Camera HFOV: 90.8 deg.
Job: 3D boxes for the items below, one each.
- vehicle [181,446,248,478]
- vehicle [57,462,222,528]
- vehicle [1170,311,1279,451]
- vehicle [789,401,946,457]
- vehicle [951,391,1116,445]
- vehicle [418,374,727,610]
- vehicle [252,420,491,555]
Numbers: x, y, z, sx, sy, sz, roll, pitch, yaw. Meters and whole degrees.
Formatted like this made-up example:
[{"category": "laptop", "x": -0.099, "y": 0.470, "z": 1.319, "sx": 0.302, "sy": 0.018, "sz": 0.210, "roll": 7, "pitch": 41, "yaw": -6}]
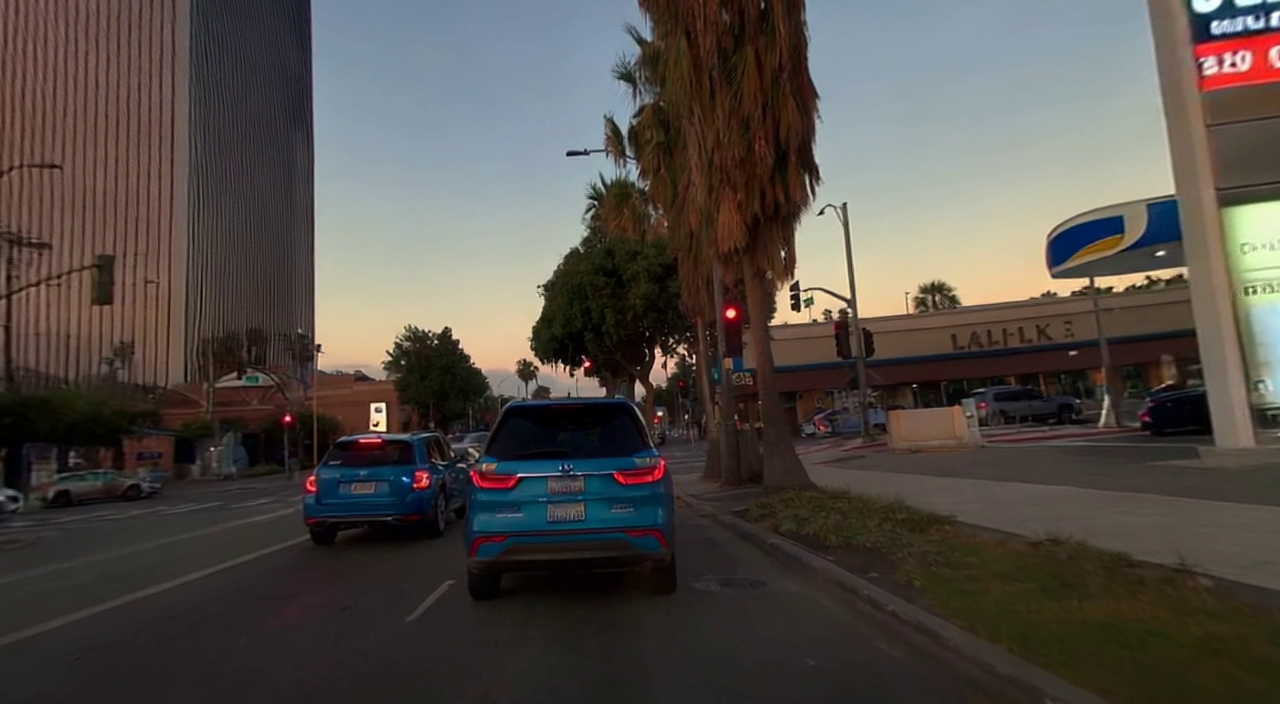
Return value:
[{"category": "vehicle", "x": -28.619, "y": 7.386, "z": 42.636, "sx": 1.783, "sy": 1.997, "sz": 4.000, "roll": 0, "pitch": -8, "yaw": -3}, {"category": "vehicle", "x": -15.637, "y": 4.335, "z": 19.713, "sx": 4.660, "sy": 1.708, "sz": 2.331, "roll": -5, "pitch": -10, "yaw": 30}, {"category": "vehicle", "x": 10.336, "y": 0.445, "z": 8.616, "sx": 4.420, "sy": 1.766, "sz": 2.104, "roll": 1, "pitch": -8, "yaw": -5}, {"category": "vehicle", "x": 8.784, "y": 3.024, "z": 24.722, "sx": 5.307, "sy": 2.076, "sz": 2.122, "roll": 1, "pitch": -8, "yaw": -6}, {"category": "vehicle", "x": 15.447, "y": 2.648, "z": 25.033, "sx": 5.033, "sy": 1.999, "sz": 2.259, "roll": 0, "pitch": -8, "yaw": -3}, {"category": "vehicle", "x": -0.697, "y": 1.493, "z": 7.690, "sx": 2.519, "sy": 1.913, "sz": 4.819, "roll": 0, "pitch": -8, "yaw": -4}, {"category": "vehicle", "x": -4.014, "y": 2.089, "z": 10.626, "sx": 2.097, "sy": 1.692, "sz": 5.030, "roll": 0, "pitch": -8, "yaw": -4}]
